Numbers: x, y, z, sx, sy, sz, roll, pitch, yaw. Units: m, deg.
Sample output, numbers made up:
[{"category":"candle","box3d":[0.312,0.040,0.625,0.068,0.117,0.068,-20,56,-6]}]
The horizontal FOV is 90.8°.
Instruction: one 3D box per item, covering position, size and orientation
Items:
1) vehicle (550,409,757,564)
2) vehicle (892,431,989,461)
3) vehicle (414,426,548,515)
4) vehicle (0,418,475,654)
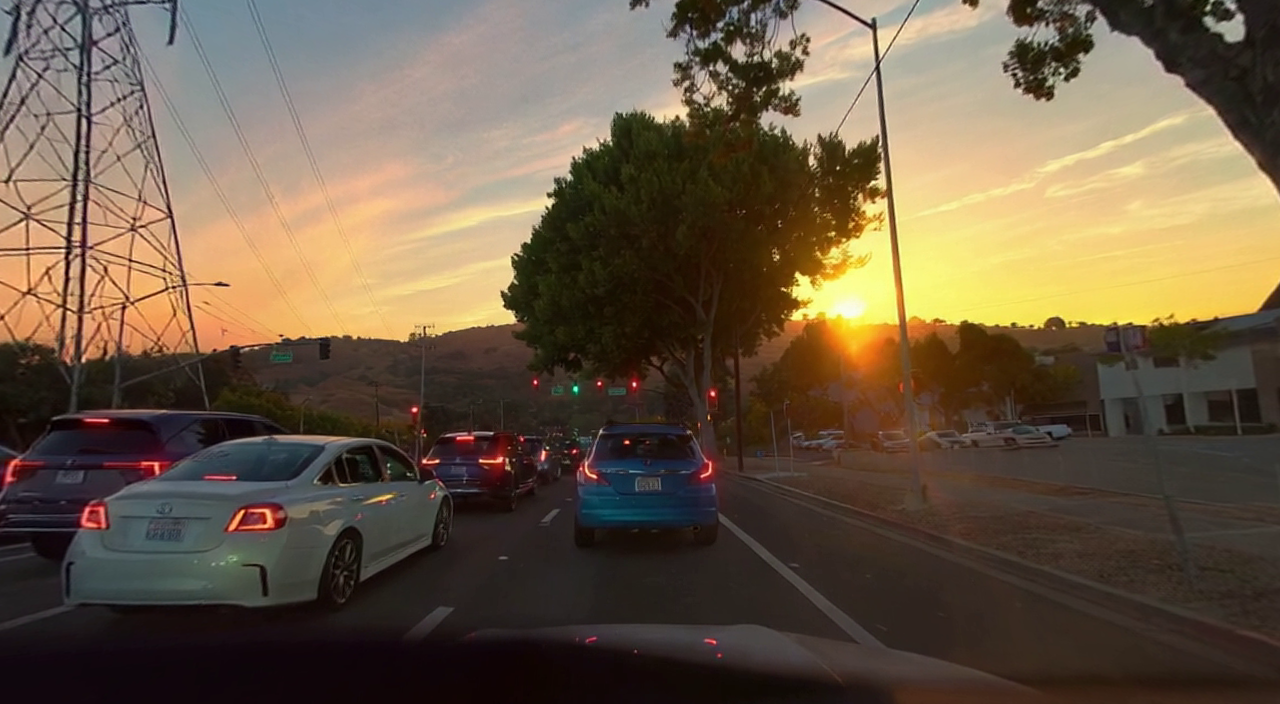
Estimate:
[{"category":"vehicle","box3d":[0.093,1.767,9.044,2.239,1.661,4.224,0,-8,-2]},{"category":"vehicle","box3d":[15.084,4.746,31.833,3.858,1.437,1.899,0,-8,-5]},{"category":"vehicle","box3d":[-3.258,2.500,13.768,1.997,1.636,3.760,0,-8,-1]},{"category":"vehicle","box3d":[-3.183,1.494,6.301,1.973,1.469,4.448,0,-8,-1]}]
